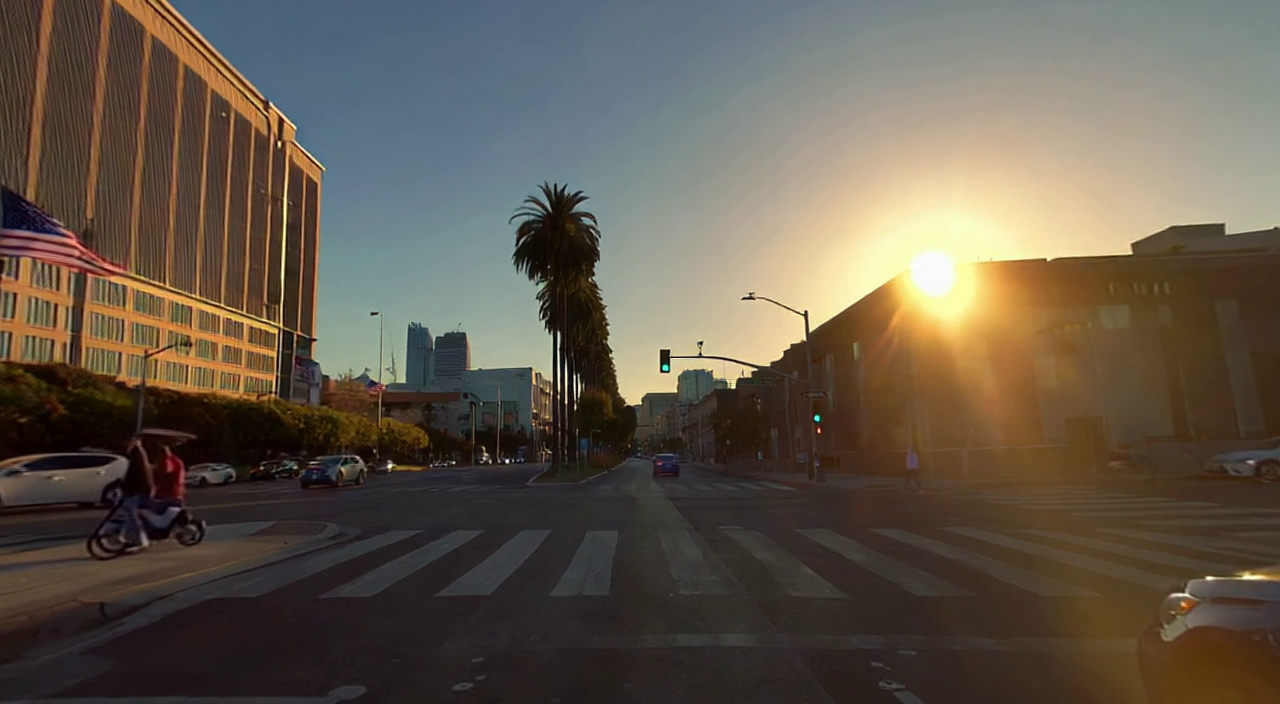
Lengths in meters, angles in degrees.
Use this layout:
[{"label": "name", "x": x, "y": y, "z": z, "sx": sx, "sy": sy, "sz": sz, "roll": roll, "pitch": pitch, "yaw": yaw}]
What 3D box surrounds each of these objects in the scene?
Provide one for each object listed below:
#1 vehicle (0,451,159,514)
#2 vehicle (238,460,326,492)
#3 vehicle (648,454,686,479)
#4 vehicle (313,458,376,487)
[{"label": "vehicle", "x": -16.474, "y": 3.598, "z": 17.719, "sx": 4.499, "sy": 1.594, "sz": 1.898, "roll": 5, "pitch": -10, "yaw": -33}, {"label": "vehicle", "x": -19.933, "y": 6.910, "z": 35.466, "sx": 2.069, "sy": 1.540, "sz": 4.774, "roll": 0, "pitch": -8, "yaw": 2}, {"label": "vehicle", "x": 1.777, "y": 7.841, "z": 43.556, "sx": 2.000, "sy": 1.525, "sz": 4.273, "roll": 1, "pitch": -8, "yaw": -6}, {"label": "vehicle", "x": -20.129, "y": 8.201, "z": 43.282, "sx": 2.043, "sy": 1.745, "sz": 4.420, "roll": 0, "pitch": -8, "yaw": 1}]
